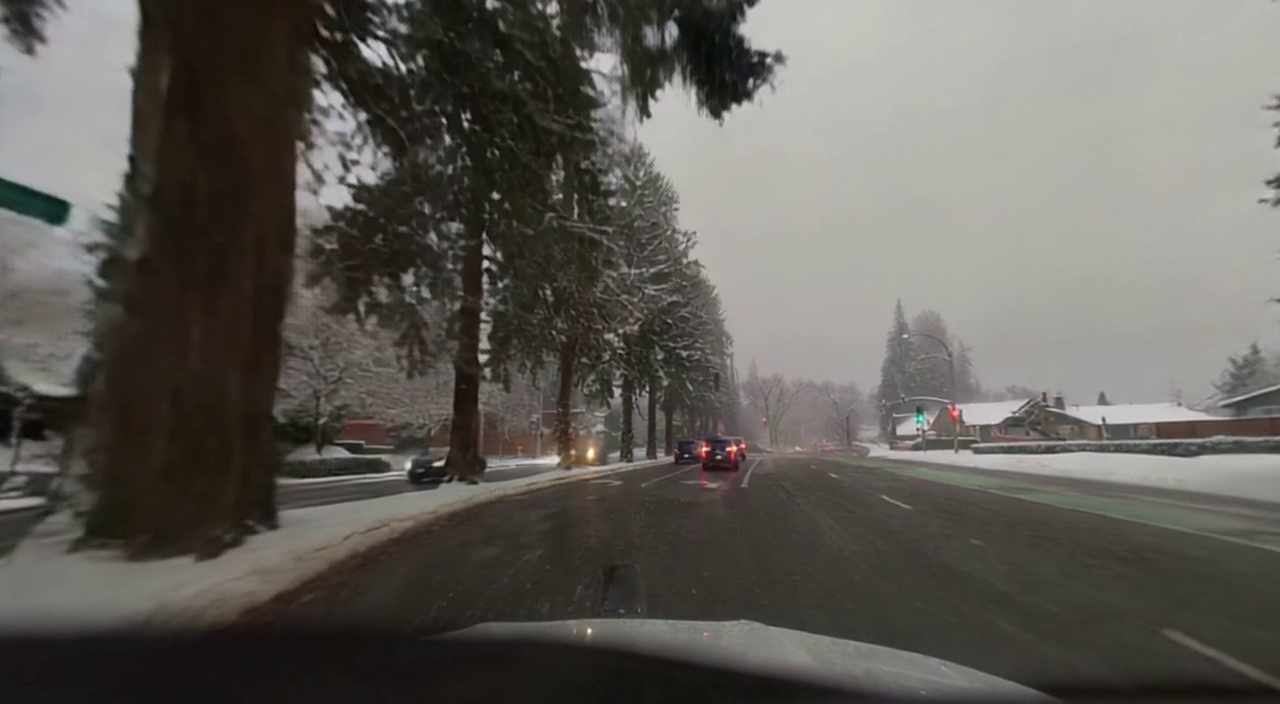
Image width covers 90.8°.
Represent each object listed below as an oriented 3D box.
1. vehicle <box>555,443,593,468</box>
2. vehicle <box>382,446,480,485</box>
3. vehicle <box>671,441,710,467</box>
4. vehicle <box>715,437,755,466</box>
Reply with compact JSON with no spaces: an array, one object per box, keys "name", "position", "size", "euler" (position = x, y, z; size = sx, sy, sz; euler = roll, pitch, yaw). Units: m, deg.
[{"name":"vehicle","position":[-4.518,7.140,43.806],"size":[2.029,1.667,4.504],"euler":[-1,-8,2]},{"name":"vehicle","position":[-8.646,4.716,26.678],"size":[1.947,1.486,4.862],"euler":[-1,-9,8]},{"name":"vehicle","position":[3.189,6.348,39.429],"size":[1.923,1.498,3.887],"euler":[-2,-9,11]},{"name":"vehicle","position":[6.129,6.356,40.483],"size":[2.286,1.701,4.395],"euler":[-2,-9,11]}]
